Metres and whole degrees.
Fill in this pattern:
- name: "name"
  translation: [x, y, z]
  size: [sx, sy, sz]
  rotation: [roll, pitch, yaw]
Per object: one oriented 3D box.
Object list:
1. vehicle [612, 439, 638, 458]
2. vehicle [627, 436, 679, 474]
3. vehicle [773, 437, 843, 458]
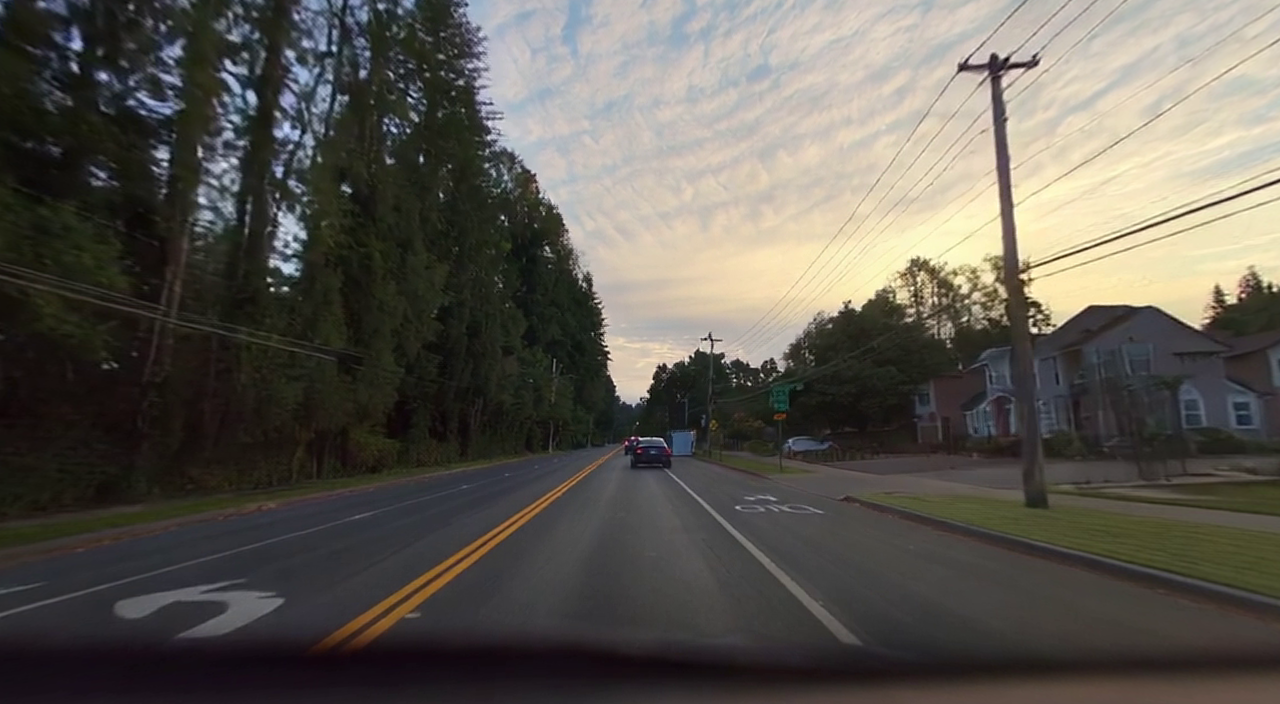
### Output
- name: "vehicle"
  translation: [-1.153, 7.573, 49.342]
  size: [1.927, 1.453, 3.848]
  rotation: [0, -8, -1]
- name: "vehicle"
  translation: [0.465, 4.345, 26.773]
  size: [1.975, 1.497, 3.647]
  rotation: [0, -8, -3]
- name: "vehicle"
  translation: [12.244, 6.983, 46.051]
  size: [4.551, 1.465, 1.927]
  rotation: [0, -8, 1]
